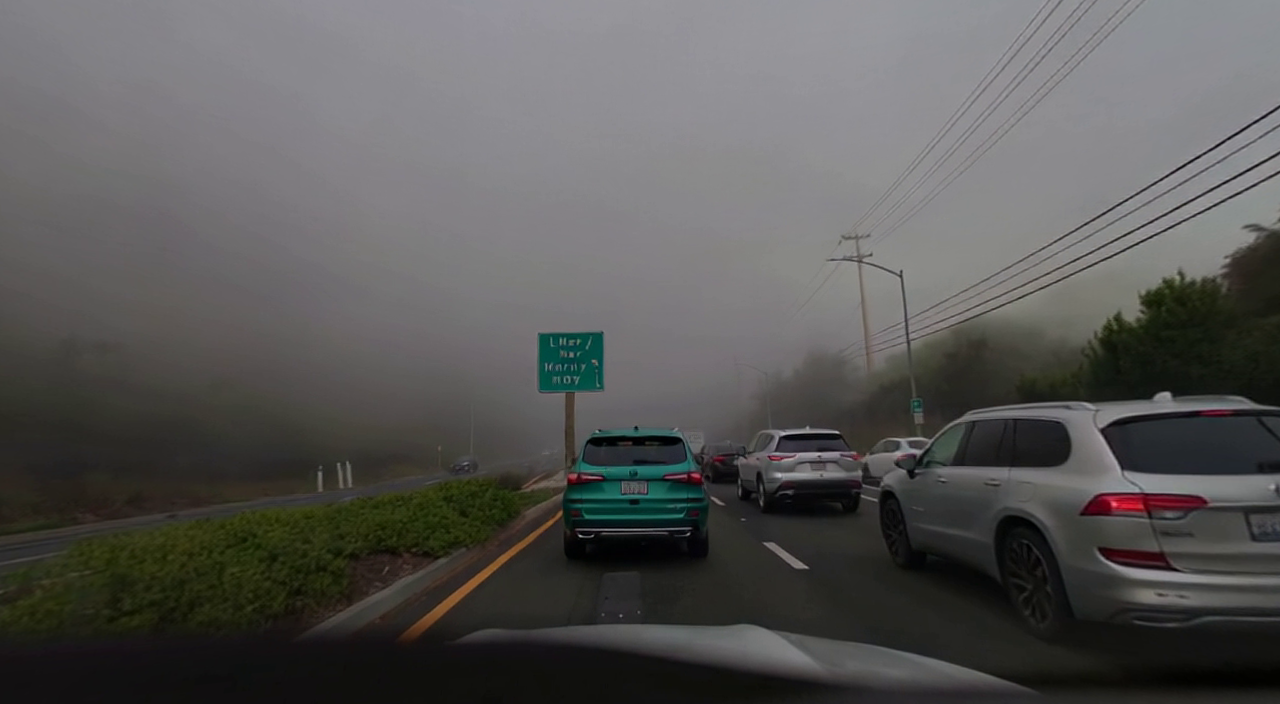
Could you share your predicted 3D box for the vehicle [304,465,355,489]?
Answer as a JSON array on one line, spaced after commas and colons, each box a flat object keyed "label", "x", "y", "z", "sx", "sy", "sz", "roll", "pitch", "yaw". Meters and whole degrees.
[{"label": "vehicle", "x": -22.878, "y": 9.198, "z": 46.691, "sx": 1.847, "sy": 1.554, "sz": 3.926, "roll": 0, "pitch": -8, "yaw": -1}]

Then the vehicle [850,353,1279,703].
[{"label": "vehicle", "x": 3.507, "y": 1.162, "z": 5.285, "sx": 2.001, "sy": 1.707, "sz": 4.250, "roll": 0, "pitch": -8, "yaw": 0}]

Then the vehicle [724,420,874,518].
[{"label": "vehicle", "x": 3.297, "y": 2.548, "z": 14.227, "sx": 2.097, "sy": 1.818, "sz": 4.625, "roll": 0, "pitch": -8, "yaw": -1}]

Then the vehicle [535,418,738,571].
[{"label": "vehicle", "x": -0.073, "y": 1.865, "z": 9.065, "sx": 2.199, "sy": 1.641, "sz": 4.232, "roll": 0, "pitch": -8, "yaw": -1}]
